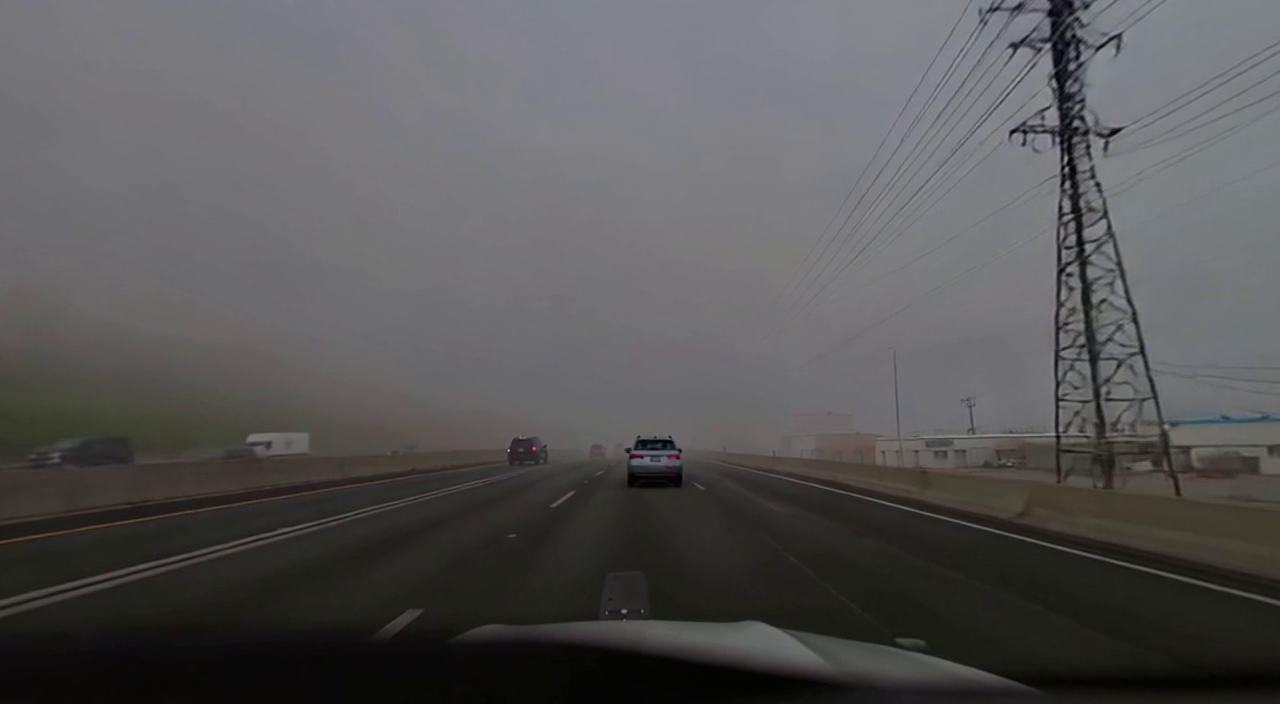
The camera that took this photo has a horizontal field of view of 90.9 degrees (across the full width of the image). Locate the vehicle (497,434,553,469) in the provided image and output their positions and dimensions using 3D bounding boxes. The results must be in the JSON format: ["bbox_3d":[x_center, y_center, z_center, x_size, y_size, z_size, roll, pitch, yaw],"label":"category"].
[{"bbox_3d":[-6.522,5.714,36.319,2.220,1.841,4.516,0,-8,2],"label":"vehicle"}]

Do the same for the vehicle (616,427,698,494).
[{"bbox_3d":[0.433,3.123,18.512,2.134,1.733,4.049,0,-8,0],"label":"vehicle"}]

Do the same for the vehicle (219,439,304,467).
[{"bbox_3d":[-24.915,6.656,41.846,2.202,1.736,5.775,0,-8,-1],"label":"vehicle"}]

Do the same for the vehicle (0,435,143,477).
[{"bbox_3d":[-28.371,5.203,31.730,2.154,1.901,5.667,0,-8,-1],"label":"vehicle"}]

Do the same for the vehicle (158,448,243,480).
[{"bbox_3d":[-21.049,5.362,30.387,1.554,1.383,3.462,0,-8,0],"label":"vehicle"}]
